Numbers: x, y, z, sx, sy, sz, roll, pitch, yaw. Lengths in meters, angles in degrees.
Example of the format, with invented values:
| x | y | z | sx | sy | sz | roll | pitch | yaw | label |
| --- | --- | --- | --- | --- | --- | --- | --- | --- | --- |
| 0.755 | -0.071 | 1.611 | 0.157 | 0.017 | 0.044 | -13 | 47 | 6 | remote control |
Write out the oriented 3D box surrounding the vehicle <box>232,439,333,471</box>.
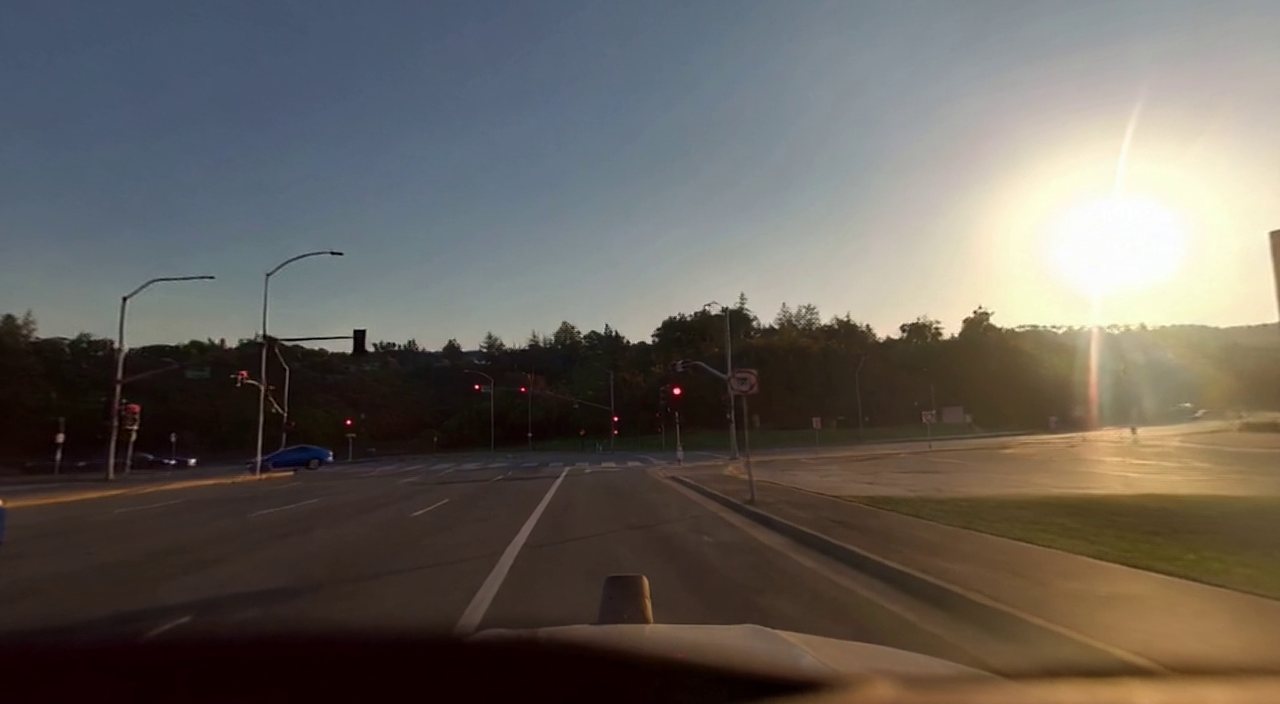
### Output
| x | y | z | sx | sy | sz | roll | pitch | yaw | label |
| --- | --- | --- | --- | --- | --- | --- | --- | --- | --- |
| -18.617 | 5.347 | 33.058 | 1.837 | 1.530 | 4.570 | -3 | -9 | 15 | vehicle |
